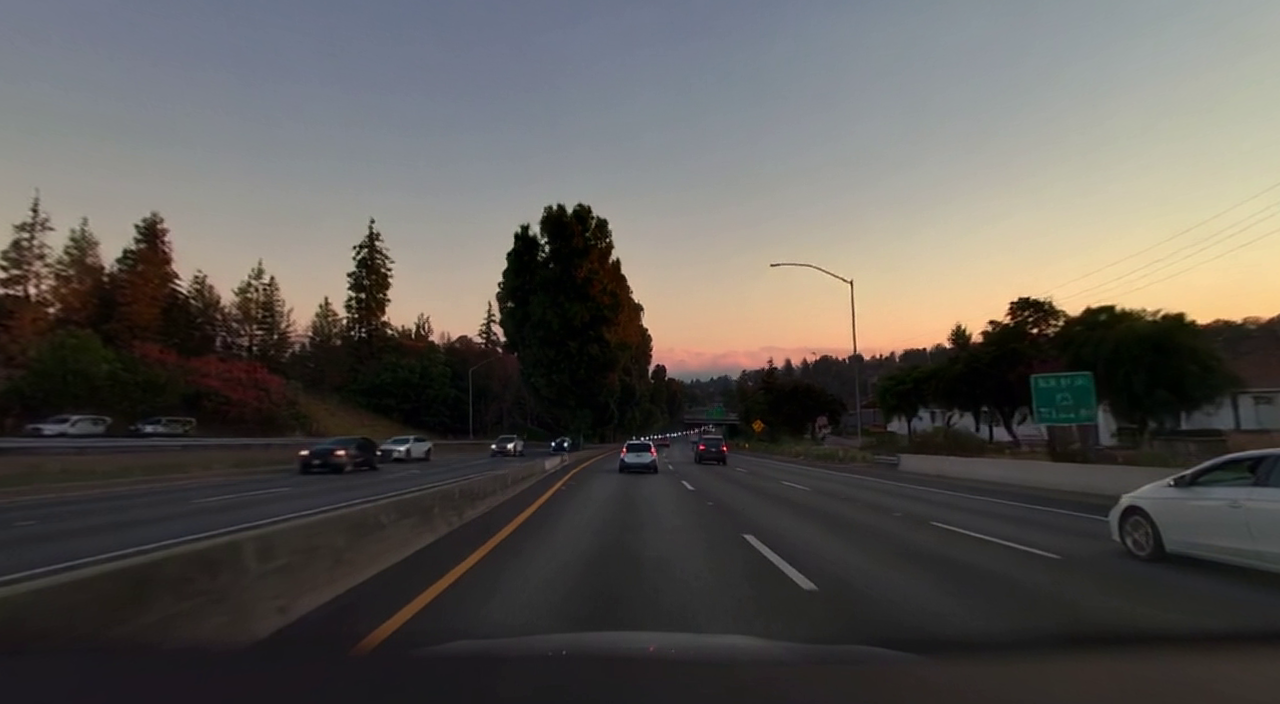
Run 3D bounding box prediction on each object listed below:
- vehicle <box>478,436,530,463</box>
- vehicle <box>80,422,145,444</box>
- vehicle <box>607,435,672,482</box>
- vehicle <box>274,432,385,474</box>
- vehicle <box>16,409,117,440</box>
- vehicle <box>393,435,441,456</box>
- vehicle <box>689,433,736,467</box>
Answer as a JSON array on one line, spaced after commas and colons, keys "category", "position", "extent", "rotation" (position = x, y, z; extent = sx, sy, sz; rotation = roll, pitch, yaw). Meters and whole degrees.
[{"category": "vehicle", "position": [-7.801, 5.651, 36.642], "extent": [1.893, 1.477, 4.648], "rotation": [0, -8, 1]}, {"category": "vehicle", "position": [-36.635, 5.663, 43.984], "extent": [1.505, 1.371, 3.387], "rotation": [4, -8, 0]}, {"category": "vehicle", "position": [0.016, 3.618, 21.635], "extent": [2.040, 1.451, 3.736], "rotation": [0, -8, 1]}, {"category": "vehicle", "position": [-12.256, 4.016, 25.336], "extent": [2.042, 1.502, 4.626], "rotation": [0, -8, 1]}, {"category": "vehicle", "position": [-39.627, 5.081, 43.872], "extent": [2.041, 1.944, 5.239], "rotation": [0, -8, 0]}, {"category": "vehicle", "position": [-17.210, 7.255, 49.048], "extent": [1.867, 1.503, 4.933], "rotation": [0, -8, 0]}, {"category": "vehicle", "position": [4.252, 5.817, 37.576], "extent": [2.186, 1.842, 4.553], "rotation": [0, -8, -1]}]
